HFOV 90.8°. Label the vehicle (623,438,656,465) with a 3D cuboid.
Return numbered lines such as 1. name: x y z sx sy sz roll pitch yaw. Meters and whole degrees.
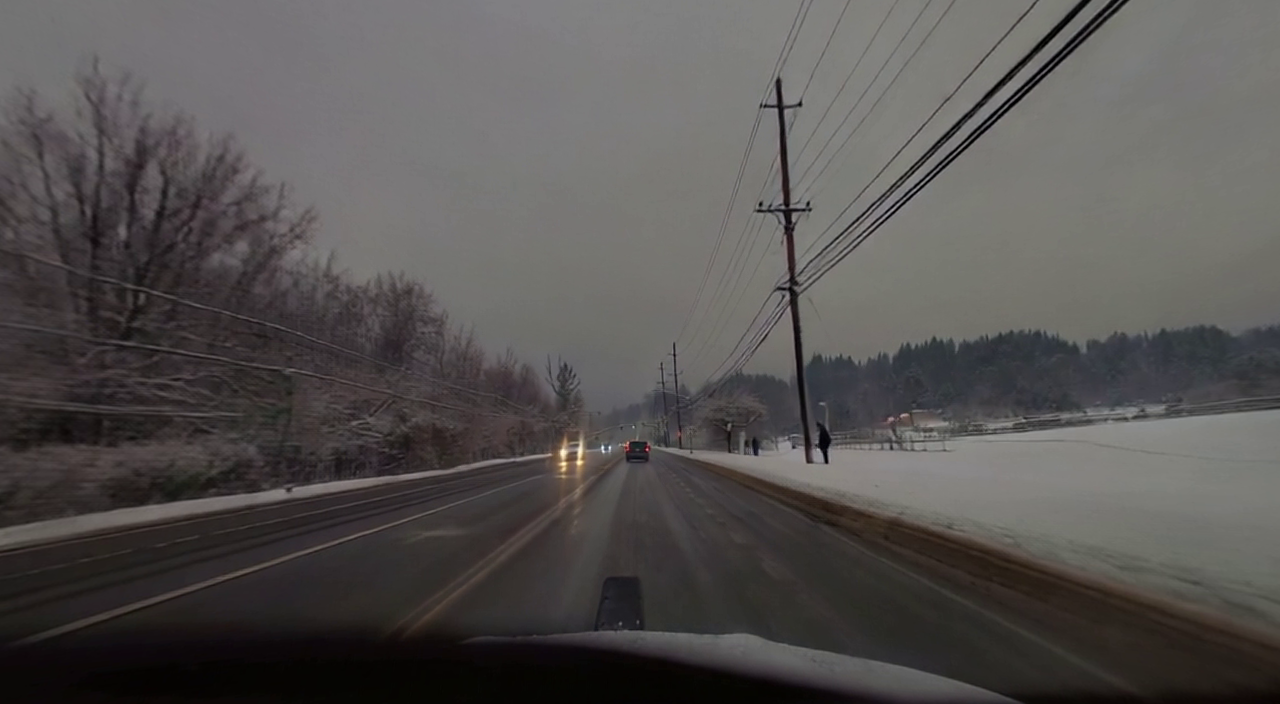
1. vehicle: -0.041 6.999 44.652 2.163 1.746 4.073 -1 -8 0
